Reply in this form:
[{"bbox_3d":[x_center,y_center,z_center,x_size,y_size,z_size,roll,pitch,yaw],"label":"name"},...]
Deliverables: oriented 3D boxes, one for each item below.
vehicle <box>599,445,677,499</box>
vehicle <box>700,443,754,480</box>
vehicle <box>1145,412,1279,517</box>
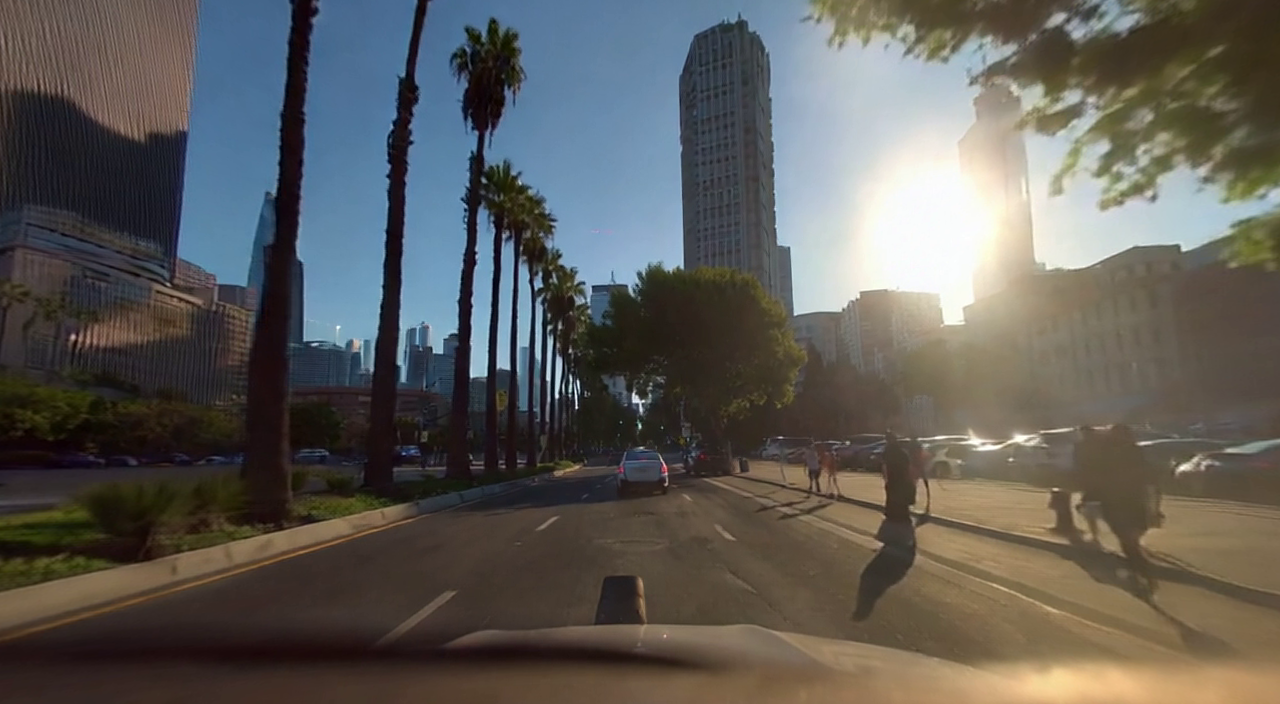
[{"bbox_3d":[-0.030,3.773,20.171,2.235,1.528,3.876,0,-8,1],"label":"vehicle"},{"bbox_3d":[4.460,5.688,33.119,2.136,1.774,4.778,0,-8,0],"label":"vehicle"},{"bbox_3d":[12.950,2.096,11.997,4.696,1.776,2.253,0,-8,-2],"label":"vehicle"}]
